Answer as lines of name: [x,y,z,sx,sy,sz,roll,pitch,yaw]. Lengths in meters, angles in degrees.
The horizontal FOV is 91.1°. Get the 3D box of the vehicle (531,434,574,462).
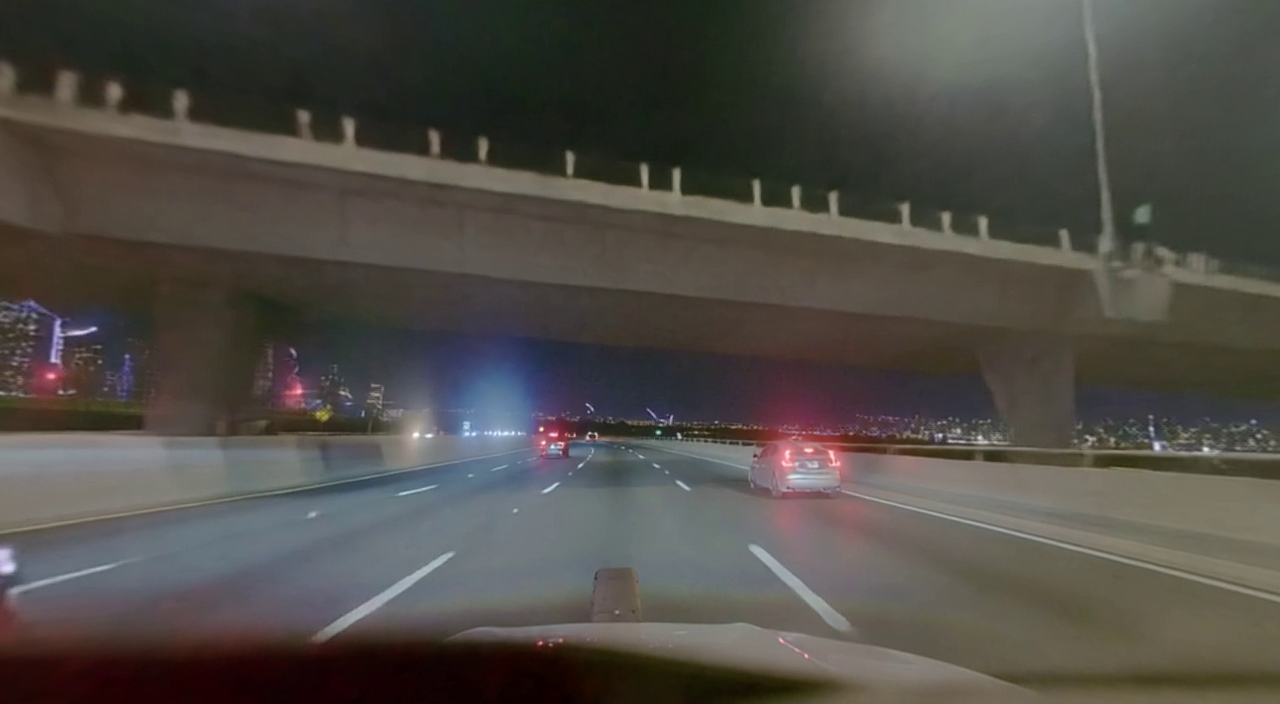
vehicle: [-5.419,6.000,39.558,2.123,1.601,4.887,0,-8,-1]
